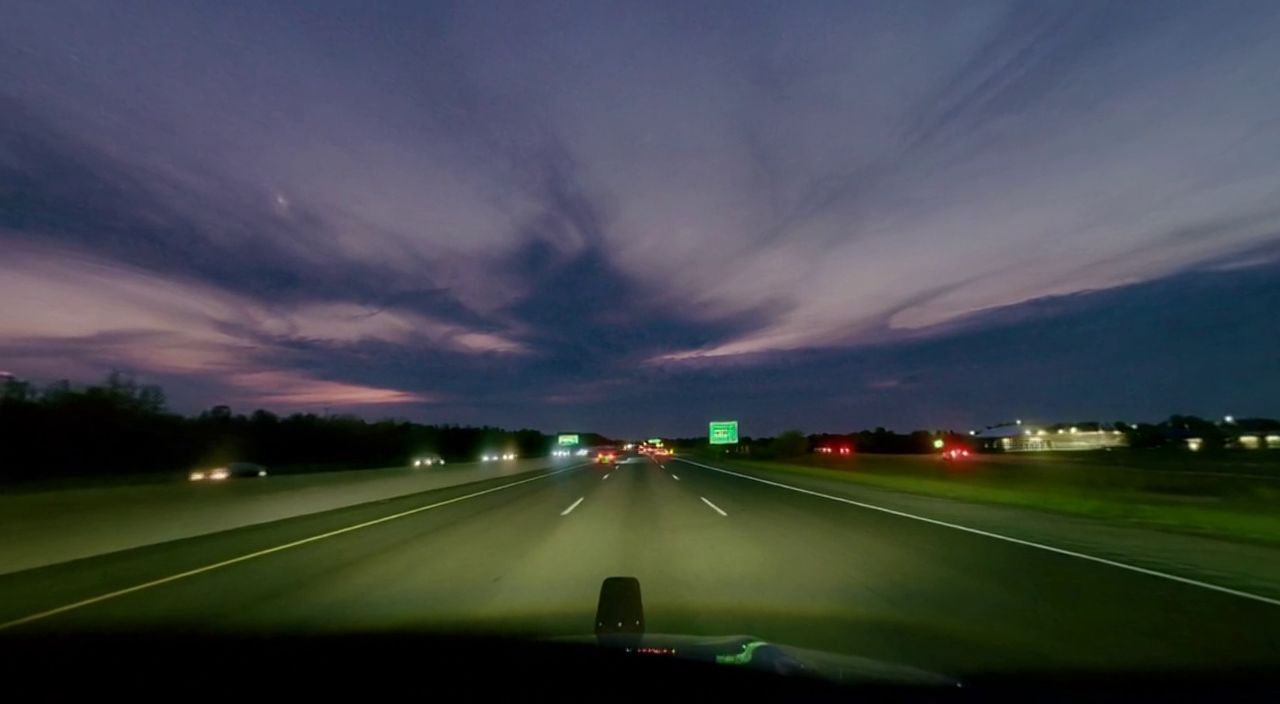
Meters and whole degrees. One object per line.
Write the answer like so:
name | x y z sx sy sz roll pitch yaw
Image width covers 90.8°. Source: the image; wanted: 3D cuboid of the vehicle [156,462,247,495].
vehicle | -22.285 6.409 32.252 1.769 1.453 3.954 0 -9 1
